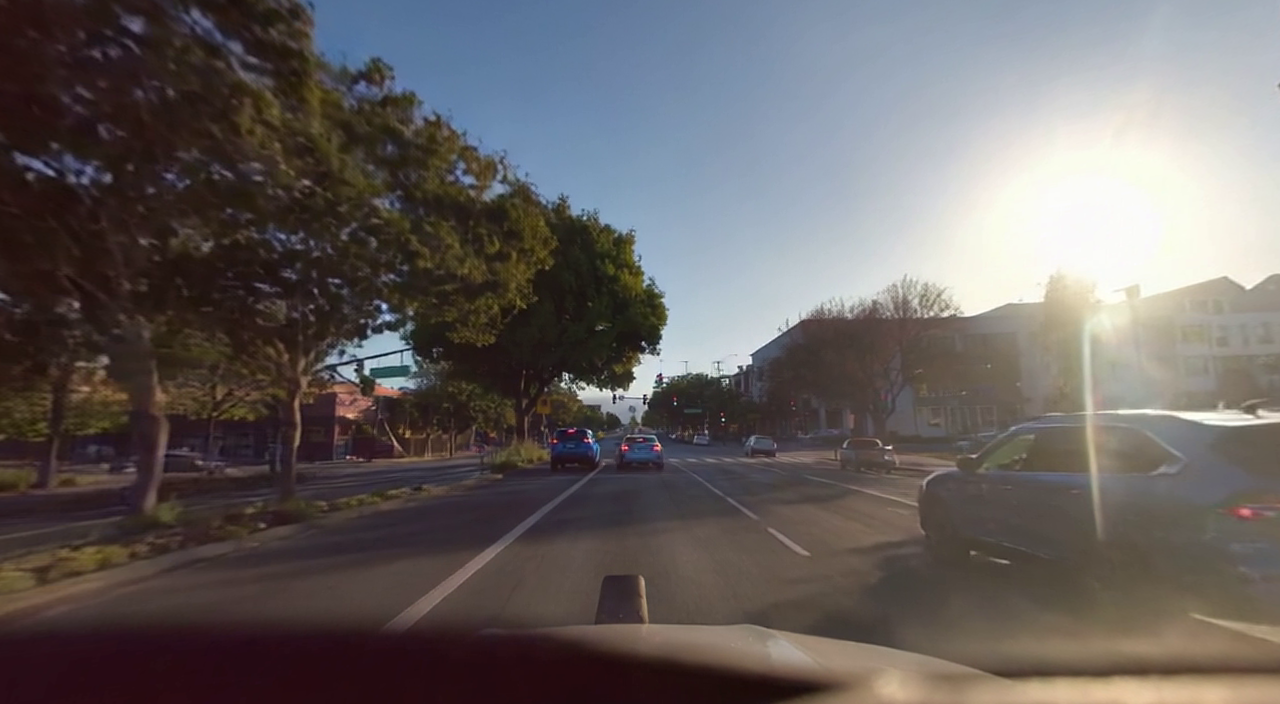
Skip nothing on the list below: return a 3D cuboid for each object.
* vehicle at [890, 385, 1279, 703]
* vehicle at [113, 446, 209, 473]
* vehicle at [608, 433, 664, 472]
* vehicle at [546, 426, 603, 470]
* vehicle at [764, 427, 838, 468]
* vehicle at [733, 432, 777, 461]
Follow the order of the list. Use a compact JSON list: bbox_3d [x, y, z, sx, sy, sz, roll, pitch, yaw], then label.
[{"bbox_3d":[3.710,1.162,4.650,1.861,1.473,4.393,0,-8,-1],"label":"vehicle"},{"bbox_3d":[-30.549,6.855,40.461,4.561,1.588,1.832,5,-10,-29],"label":"vehicle"},{"bbox_3d":[-0.143,4.082,25.819,2.097,1.480,4.006,0,-8,0],"label":"vehicle"},{"bbox_3d":[-2.867,4.355,28.802,2.064,1.825,4.760,0,-8,1],"label":"vehicle"},{"bbox_3d":[7.291,4.406,29.164,2.068,1.731,4.752,0,-8,-1],"label":"vehicle"},{"bbox_3d":[7.099,5.899,39.521,1.894,1.693,4.110,0,-8,-1],"label":"vehicle"}]
